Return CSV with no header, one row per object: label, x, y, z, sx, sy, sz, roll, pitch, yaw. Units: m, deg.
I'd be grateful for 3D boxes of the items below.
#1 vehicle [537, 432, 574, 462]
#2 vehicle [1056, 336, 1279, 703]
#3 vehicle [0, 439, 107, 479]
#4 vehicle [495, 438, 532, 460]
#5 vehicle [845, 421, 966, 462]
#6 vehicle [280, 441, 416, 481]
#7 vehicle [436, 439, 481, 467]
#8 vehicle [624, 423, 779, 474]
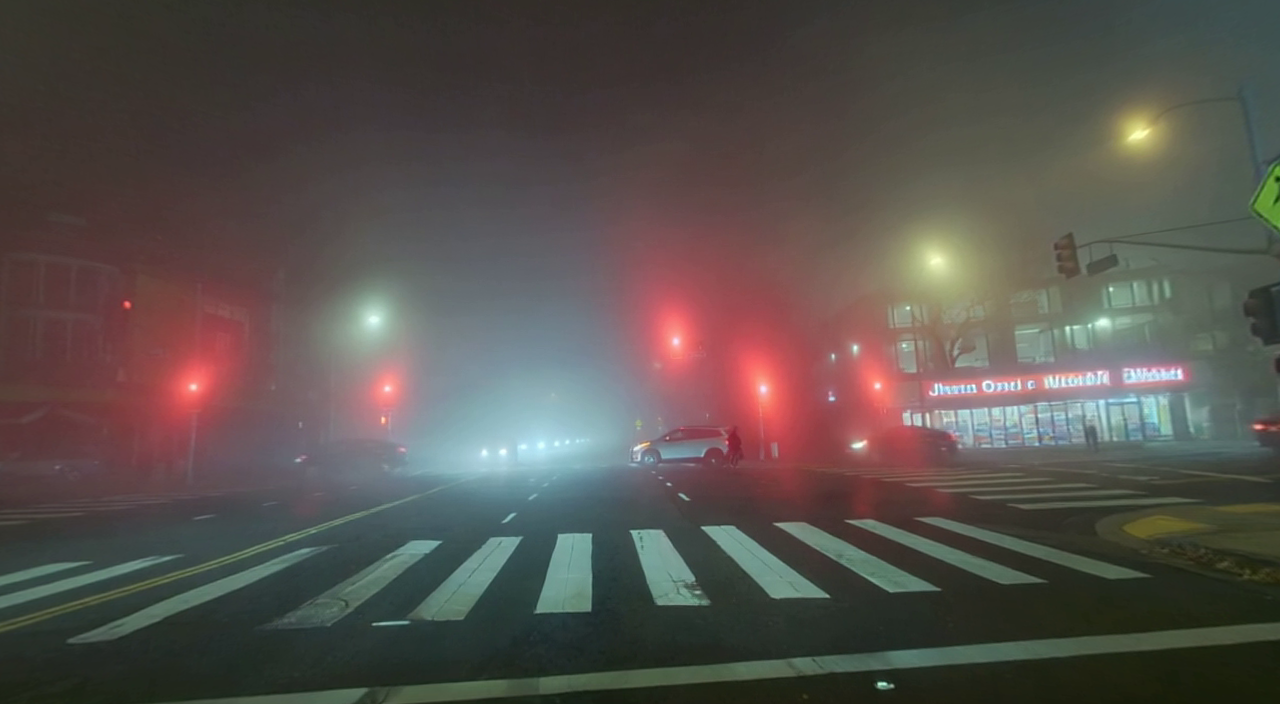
vehicle,-5.111,5.801,38.615,1.976,1.683,4.117,0,-8,-4
vehicle,3.016,0.606,0.869,1.866,1.654,4.354,0,-8,0
vehicle,-31.562,5.630,33.532,2.205,1.903,5.877,1,-9,-10
vehicle,-8.621,6.670,43.530,1.906,1.402,4.904,0,-8,-5
vehicle,11.554,3.902,27.629,4.513,1.682,1.810,1,-9,-8
vehicle,-11.300,4.233,24.715,4.475,1.458,1.681,1,-9,-8
vehicle,-10.895,6.098,38.206,1.885,1.545,4.124,1,-8,-6
vehicle,1.916,3.105,20.417,4.612,1.521,1.811,1,-9,-10
